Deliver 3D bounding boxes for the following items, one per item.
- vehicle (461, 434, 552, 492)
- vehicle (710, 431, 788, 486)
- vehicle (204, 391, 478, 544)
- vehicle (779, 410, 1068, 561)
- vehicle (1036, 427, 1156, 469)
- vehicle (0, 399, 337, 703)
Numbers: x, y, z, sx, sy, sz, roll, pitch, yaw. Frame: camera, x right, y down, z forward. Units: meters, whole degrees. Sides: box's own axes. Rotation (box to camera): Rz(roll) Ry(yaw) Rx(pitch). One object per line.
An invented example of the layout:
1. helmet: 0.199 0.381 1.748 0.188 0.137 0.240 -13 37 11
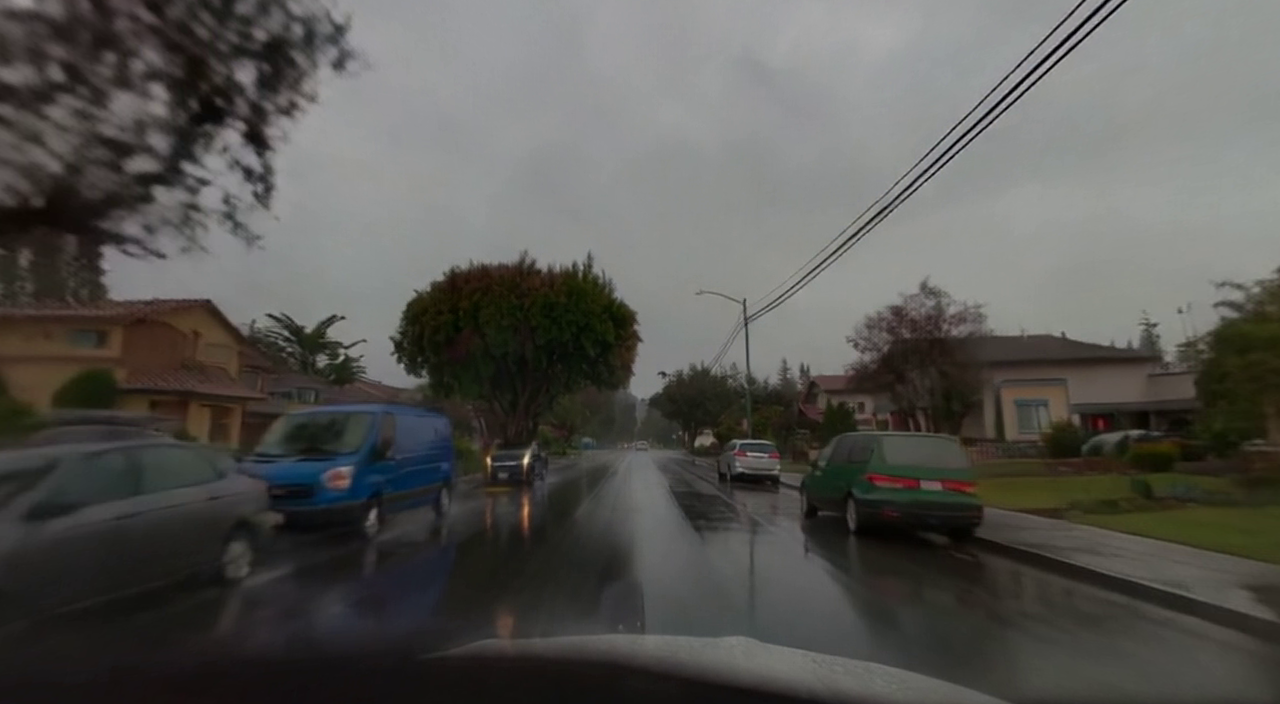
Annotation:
1. vehicle: -4.372 3.714 21.432 2.157 1.736 4.104 -1 -8 1
2. vehicle: 3.890 3.900 23.457 2.173 1.806 4.701 0 -8 1
3. vehicle: -4.646 1.884 11.163 2.087 1.993 5.635 0 -7 0
4. vehicle: 4.095 2.058 10.664 2.152 1.810 5.846 1 -8 0
5. vehicle: 19.262 4.084 26.961 2.086 1.658 4.154 0 -9 2
6. vehicle: -4.523 1.310 4.752 2.116 1.659 4.832 -3 -7 0
